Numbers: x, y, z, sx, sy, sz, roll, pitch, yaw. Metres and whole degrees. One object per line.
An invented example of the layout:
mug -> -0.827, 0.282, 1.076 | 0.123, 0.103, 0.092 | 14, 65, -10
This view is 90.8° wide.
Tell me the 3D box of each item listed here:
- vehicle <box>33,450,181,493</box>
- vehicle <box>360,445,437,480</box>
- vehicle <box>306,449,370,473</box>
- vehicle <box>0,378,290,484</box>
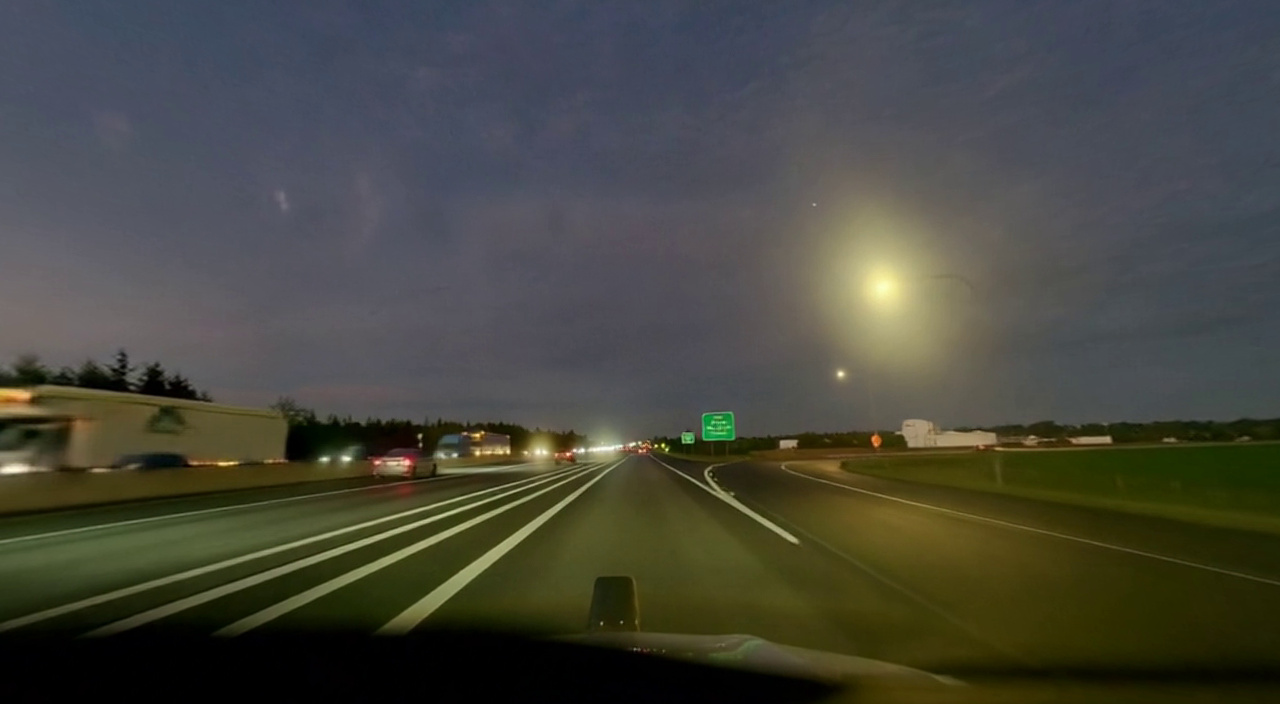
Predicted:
vehicle -> -19.472, 4.355, 23.338 | 1.824, 1.416, 4.207 | 0, -9, 0
vehicle -> -11.467, 5.246, 30.285 | 1.981, 1.503, 4.207 | 0, -8, 1
vehicle -> -19.378, 6.976, 40.699 | 2.293, 1.429, 3.739 | 0, -8, 0
vehicle -> -23.770, 4.104, 30.914 | 3.500, 3.728, 17.219 | -1, -9, 0
